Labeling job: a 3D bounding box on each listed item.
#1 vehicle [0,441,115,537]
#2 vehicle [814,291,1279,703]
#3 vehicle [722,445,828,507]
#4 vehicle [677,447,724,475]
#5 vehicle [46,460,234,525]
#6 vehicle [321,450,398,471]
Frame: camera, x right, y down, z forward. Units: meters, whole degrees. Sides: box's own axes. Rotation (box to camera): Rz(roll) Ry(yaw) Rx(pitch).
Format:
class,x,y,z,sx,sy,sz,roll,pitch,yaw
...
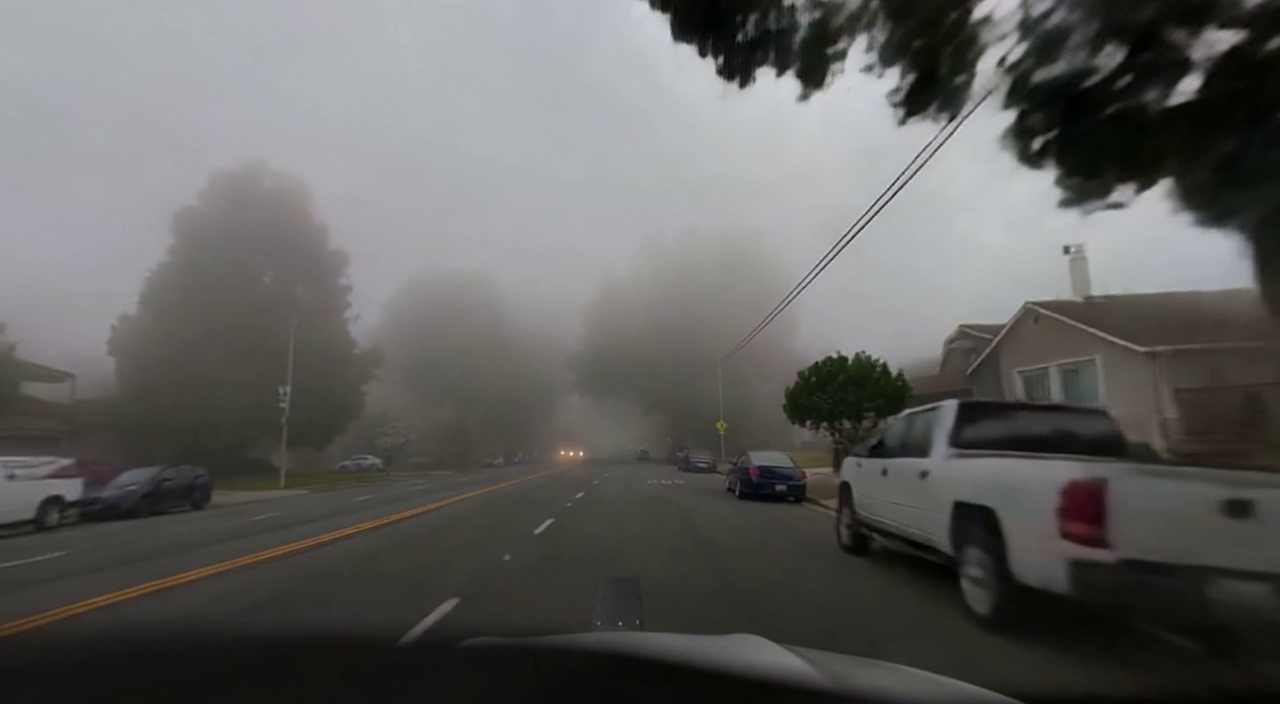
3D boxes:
class,x,y,z,sx,sy,sz,roll,pitch,yaw
vehicle,-13.915,2.853,12.769,2.213,1.903,5.326,-4,-9,-2
vehicle,3.601,1.202,5.637,2.327,2.026,6.259,0,-8,0
vehicle,3.502,3.295,17.328,2.009,1.468,4.414,0,-8,1
vehicle,3.330,6.145,35.985,2.158,1.477,5.135,0,-8,0
vehicle,-13.908,3.890,17.987,1.798,1.486,4.353,0,-8,-1
vehicle,-21.317,8.279,48.096,4.870,1.529,2.004,0,-9,0
